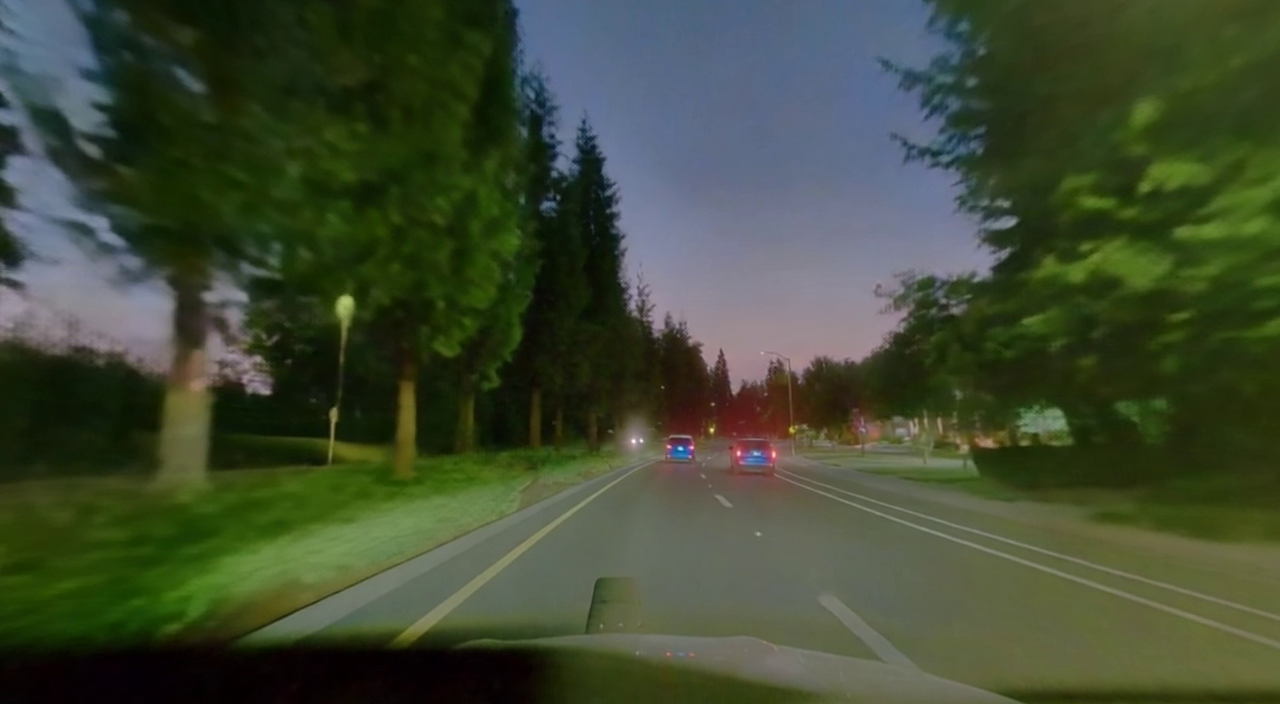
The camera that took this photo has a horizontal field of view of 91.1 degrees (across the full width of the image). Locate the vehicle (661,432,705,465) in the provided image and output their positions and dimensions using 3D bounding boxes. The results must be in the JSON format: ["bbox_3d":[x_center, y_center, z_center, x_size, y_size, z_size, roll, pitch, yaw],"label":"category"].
[{"bbox_3d":[2.608,5.737,37.255,2.251,1.822,4.391,-1,-8,8],"label":"vehicle"}]

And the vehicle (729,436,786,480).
[{"bbox_3d":[4.893,4.468,26.749,1.971,1.663,4.287,-1,-8,5],"label":"vehicle"}]
